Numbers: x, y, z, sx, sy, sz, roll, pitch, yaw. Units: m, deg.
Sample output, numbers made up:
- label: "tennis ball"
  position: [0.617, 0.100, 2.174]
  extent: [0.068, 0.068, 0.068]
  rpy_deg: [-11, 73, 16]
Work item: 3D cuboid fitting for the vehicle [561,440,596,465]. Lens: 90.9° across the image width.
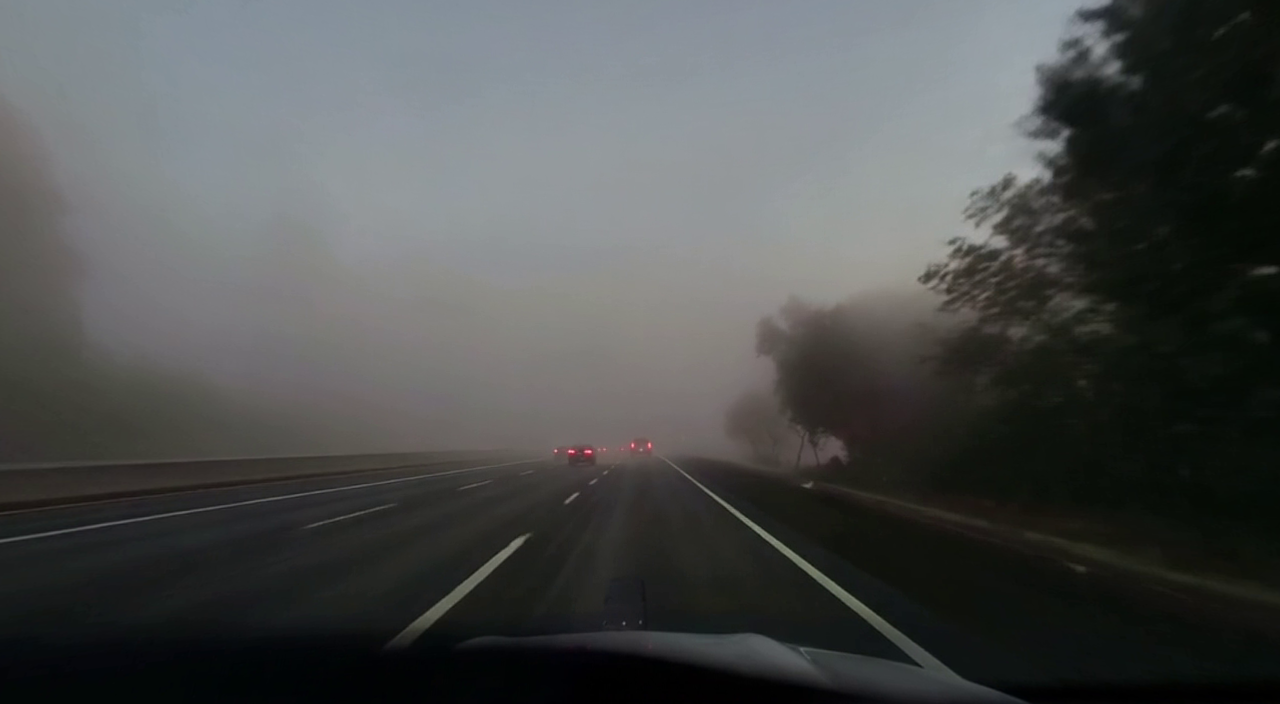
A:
- label: "vehicle"
  position: [-3.804, 6.336, 39.790]
  extent: [1.786, 1.488, 4.023]
  rpy_deg: [0, -8, 1]
